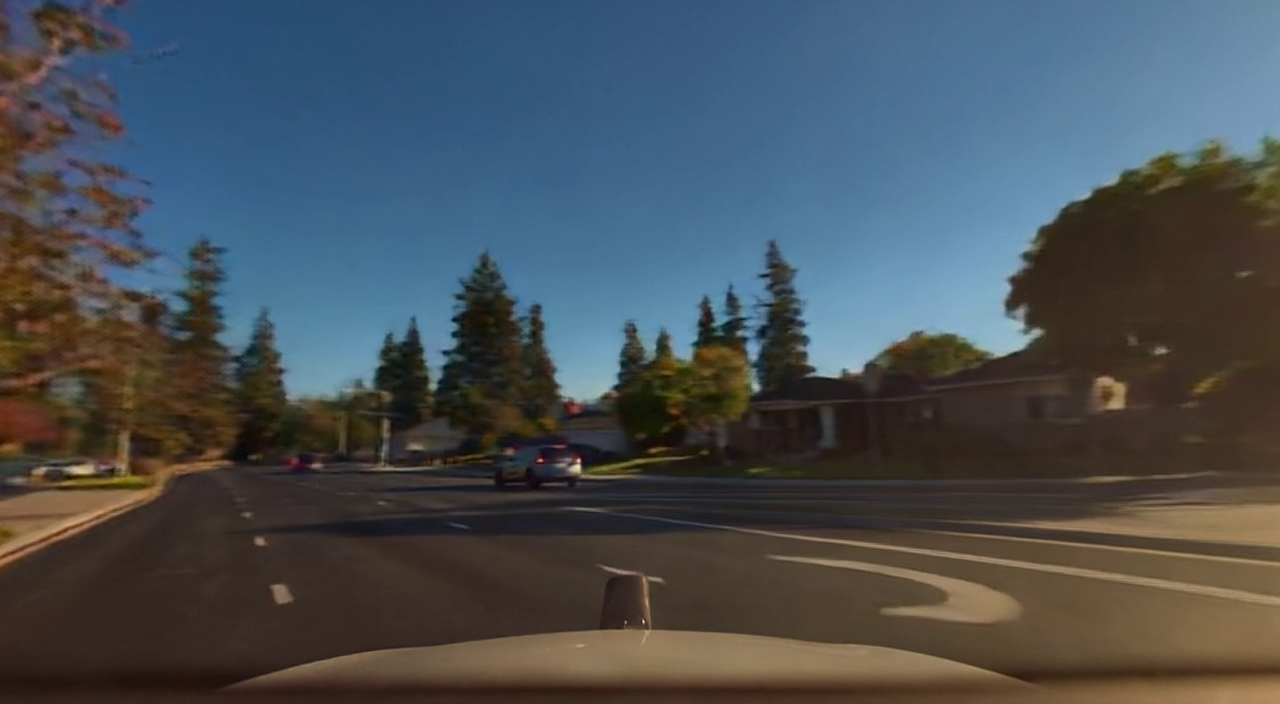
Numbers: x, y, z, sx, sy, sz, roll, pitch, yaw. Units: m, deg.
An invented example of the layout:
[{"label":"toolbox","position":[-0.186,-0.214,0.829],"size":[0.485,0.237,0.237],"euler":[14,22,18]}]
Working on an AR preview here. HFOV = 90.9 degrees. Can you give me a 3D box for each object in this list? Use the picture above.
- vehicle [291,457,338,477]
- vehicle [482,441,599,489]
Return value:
[{"label":"vehicle","position":[-25.782,9.057,49.850],"size":[1.933,1.460,4.882],"euler":[7,-11,-43]},{"label":"vehicle","position":[-4.223,4.641,26.284],"size":[4.995,1.798,2.102],"euler":[-8,-11,40]}]
